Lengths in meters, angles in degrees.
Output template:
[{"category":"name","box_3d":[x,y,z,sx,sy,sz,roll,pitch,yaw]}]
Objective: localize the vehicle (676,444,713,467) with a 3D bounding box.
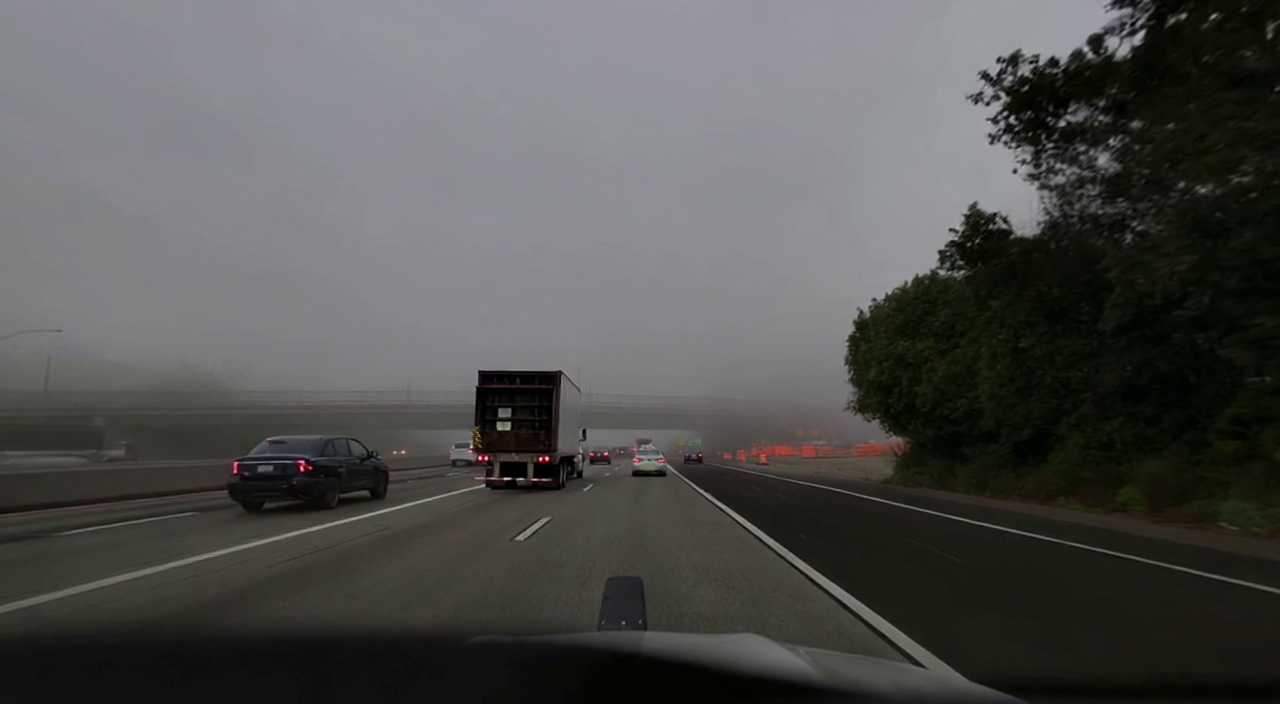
[{"category":"vehicle","box_3d":[3.641,6.966,42.796,2.003,1.465,4.092,0,-8,-2]}]

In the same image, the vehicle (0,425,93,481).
[{"category":"vehicle","box_3d":[-39.426,6.349,39.890,2.798,3.290,7.345,0,-8,1]}]

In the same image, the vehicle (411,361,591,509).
[{"category":"vehicle","box_3d":[-3.517,2.641,19.615,3.075,3.276,11.073,0,-8,0]}]

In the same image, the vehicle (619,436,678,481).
[{"category":"vehicle","box_3d":[0.293,4.422,26.470,2.270,1.696,4.061,0,-8,-1]}]

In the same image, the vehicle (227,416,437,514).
[{"category":"vehicle","box_3d":[-7.372,2.791,16.163,2.309,2.007,5.974,0,-8,1]}]
